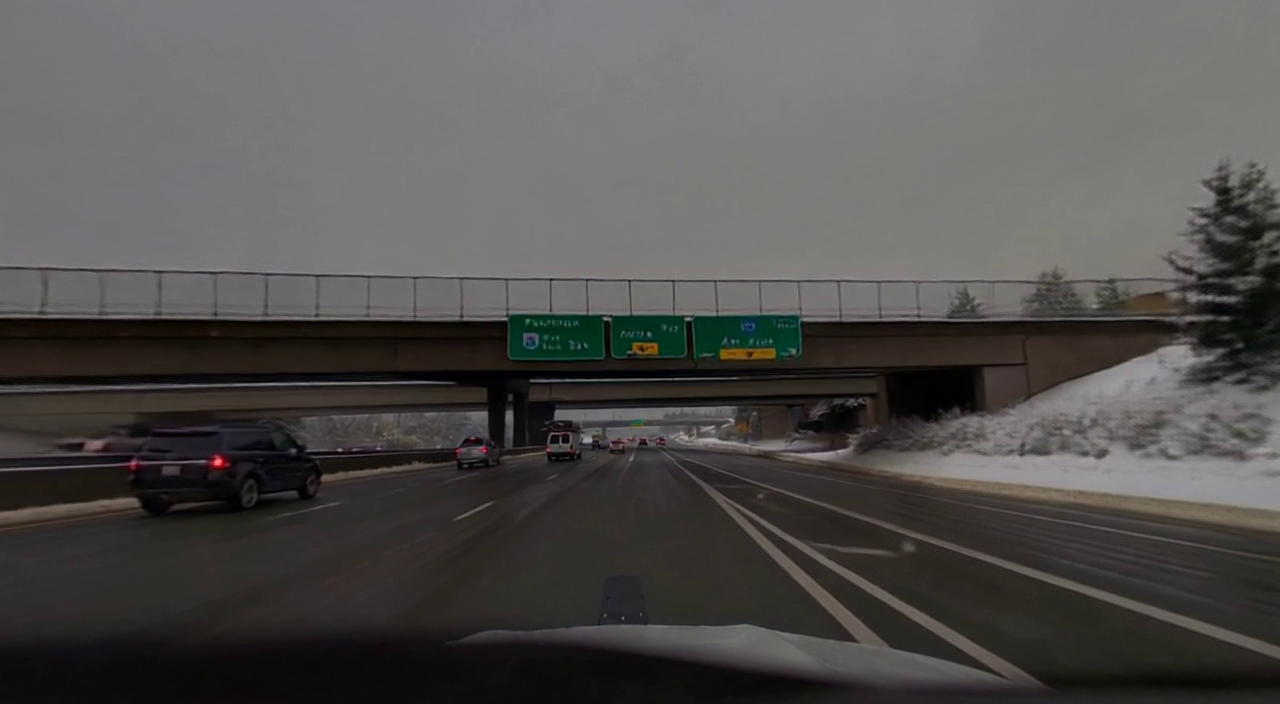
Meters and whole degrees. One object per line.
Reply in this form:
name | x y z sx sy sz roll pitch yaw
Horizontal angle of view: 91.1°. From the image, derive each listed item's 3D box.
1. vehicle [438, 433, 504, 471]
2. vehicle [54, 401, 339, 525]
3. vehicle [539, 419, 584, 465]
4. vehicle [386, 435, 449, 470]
vehicle | -8.574 5.122 32.339 2.109 1.784 4.709 0 -8 -1
vehicle | -8.147 2.098 12.304 2.179 1.948 4.618 0 -8 0
vehicle | -5.167 6.055 42.300 2.301 2.843 6.458 0 -8 -1
vehicle | -11.901 5.404 33.923 1.900 1.726 4.236 0 -8 -1
